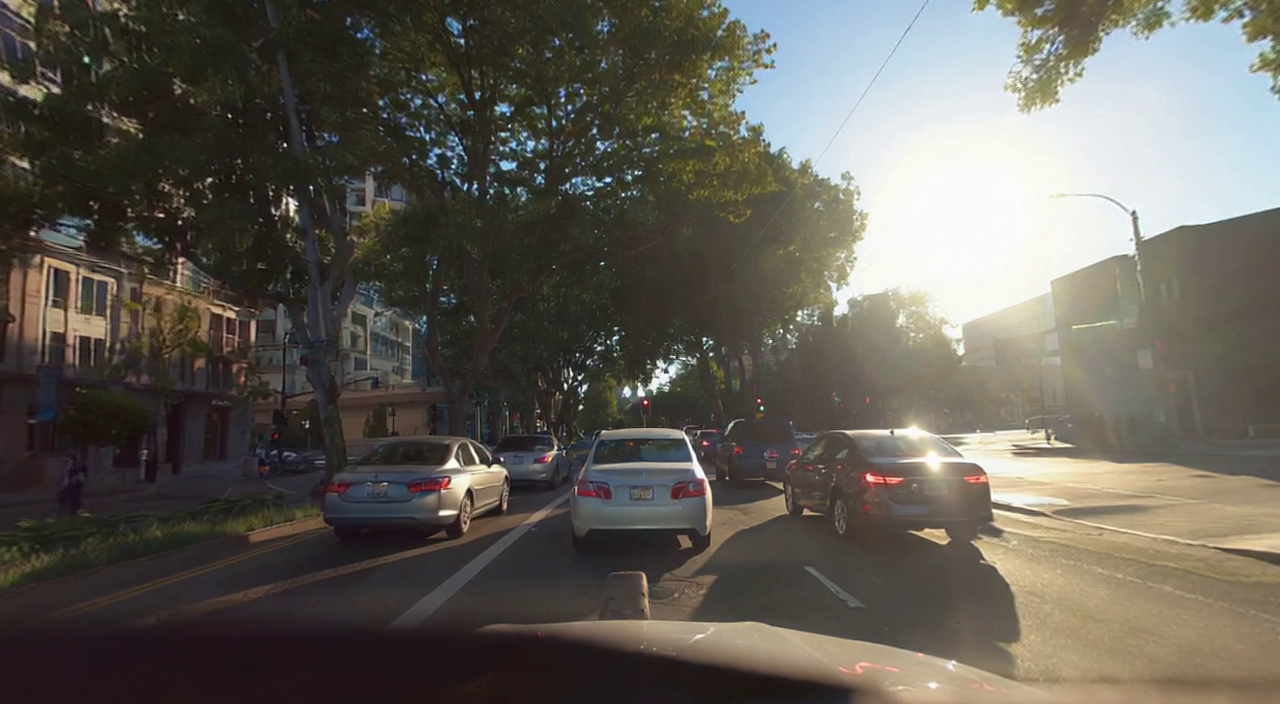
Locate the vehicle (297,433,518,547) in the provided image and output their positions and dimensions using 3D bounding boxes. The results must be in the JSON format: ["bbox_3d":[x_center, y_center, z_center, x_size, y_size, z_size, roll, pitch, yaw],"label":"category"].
[{"bbox_3d":[-3.449,2.112,10.354,2.002,1.465,4.098,0,-8,1],"label":"vehicle"}]

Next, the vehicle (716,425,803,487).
[{"bbox_3d":[4.178,3.753,23.085,2.142,1.957,5.443,0,-8,0],"label":"vehicle"}]

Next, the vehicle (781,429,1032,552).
[{"bbox_3d":[3.785,2.032,10.035,1.990,1.486,4.431,0,-8,-1],"label":"vehicle"}]

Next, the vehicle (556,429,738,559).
[{"bbox_3d":[0.052,1.930,9.291,2.101,1.480,3.929,0,-8,-1],"label":"vehicle"}]
